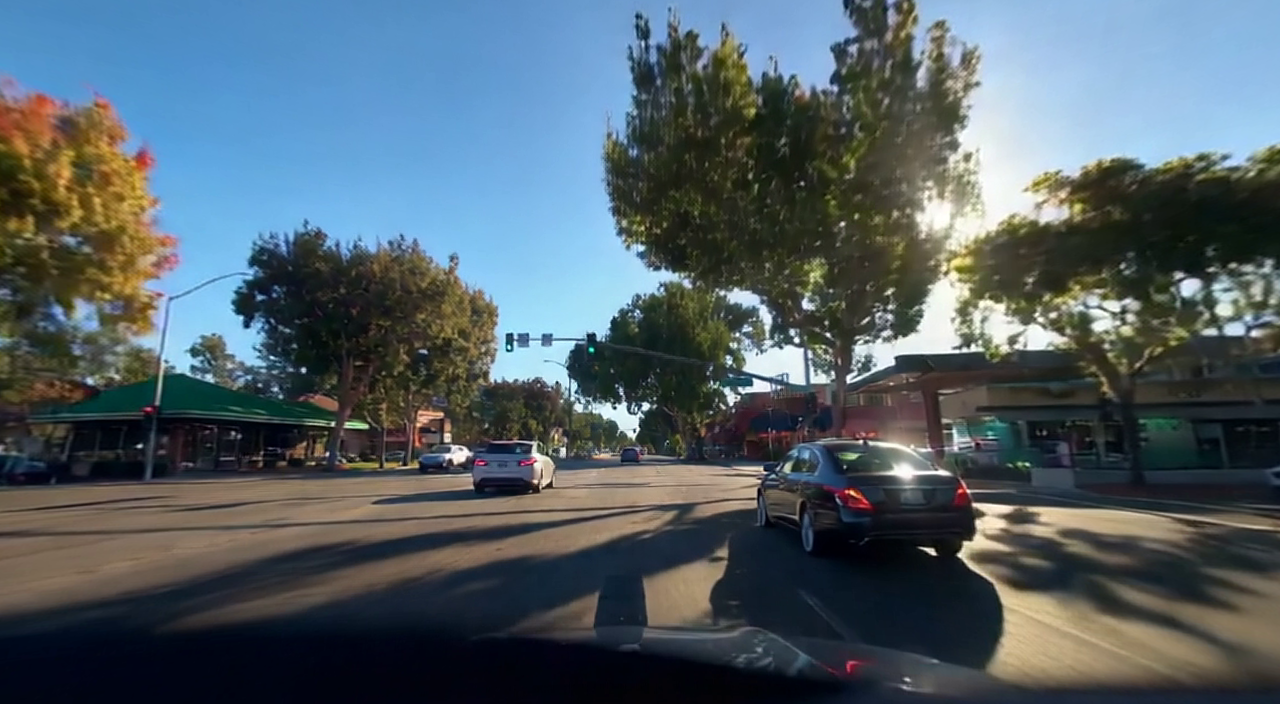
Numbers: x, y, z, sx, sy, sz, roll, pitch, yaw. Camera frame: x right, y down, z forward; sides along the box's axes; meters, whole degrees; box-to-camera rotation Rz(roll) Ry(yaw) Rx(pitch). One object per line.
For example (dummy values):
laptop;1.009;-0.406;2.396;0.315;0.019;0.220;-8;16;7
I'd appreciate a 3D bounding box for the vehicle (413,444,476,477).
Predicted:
vehicle;-10.279;5.716;33.621;1.942;1.576;4.567;-1;-9;0

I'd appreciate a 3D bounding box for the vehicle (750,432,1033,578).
vehicle;3.078;1.973;9.096;1.975;1.502;4.787;0;-9;-2

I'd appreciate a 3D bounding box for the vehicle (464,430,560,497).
vehicle;-3.778;3.397;19.556;1.997;1.806;4.500;0;-9;0
